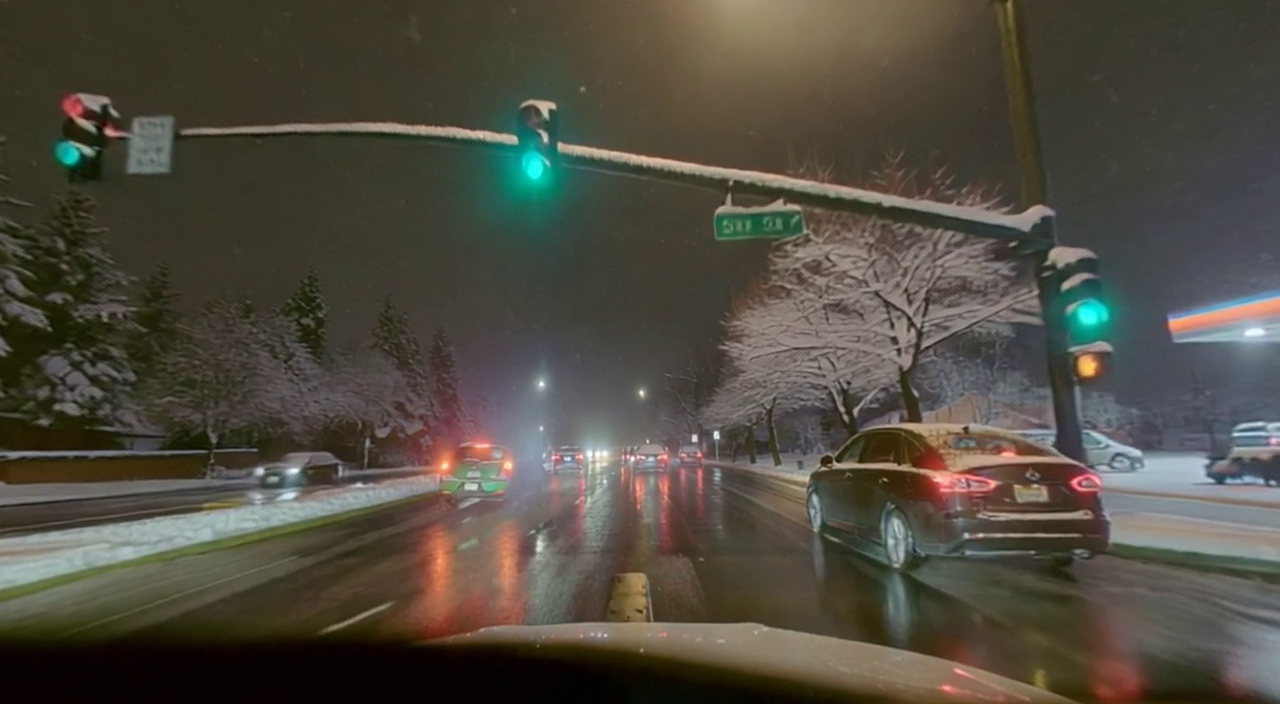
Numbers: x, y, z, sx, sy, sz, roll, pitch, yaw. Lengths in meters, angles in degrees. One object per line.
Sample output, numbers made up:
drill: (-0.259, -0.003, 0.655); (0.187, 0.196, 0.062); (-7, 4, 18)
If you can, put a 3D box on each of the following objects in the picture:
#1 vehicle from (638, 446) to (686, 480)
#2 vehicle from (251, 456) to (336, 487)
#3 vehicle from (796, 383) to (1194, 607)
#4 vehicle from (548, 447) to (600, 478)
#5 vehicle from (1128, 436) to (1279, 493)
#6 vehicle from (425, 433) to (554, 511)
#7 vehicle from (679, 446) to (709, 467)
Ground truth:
vehicle: (0.926, 5.028, 28.857); (1.994, 1.433, 3.894); (0, -8, -1)
vehicle: (-18.143, 6.245, 33.255); (1.858, 1.460, 4.447); (-1, -8, 1)
vehicle: (3.469, 1.499, 7.482); (1.992, 1.805, 4.549); (0, -8, -1)
vehicle: (-3.247, 5.512, 31.847); (1.995, 1.436, 4.500); (-1, -8, 2)
vehicle: (17.714, 3.313, 18.962); (2.081, 1.482, 4.860); (0, -8, -1)
vehicle: (-3.618, 2.976, 16.186); (2.023, 1.687, 4.874); (0, -8, 1)
vehicle: (4.038, 7.877, 47.809); (1.920, 1.479, 4.548); (0, -8, 0)
